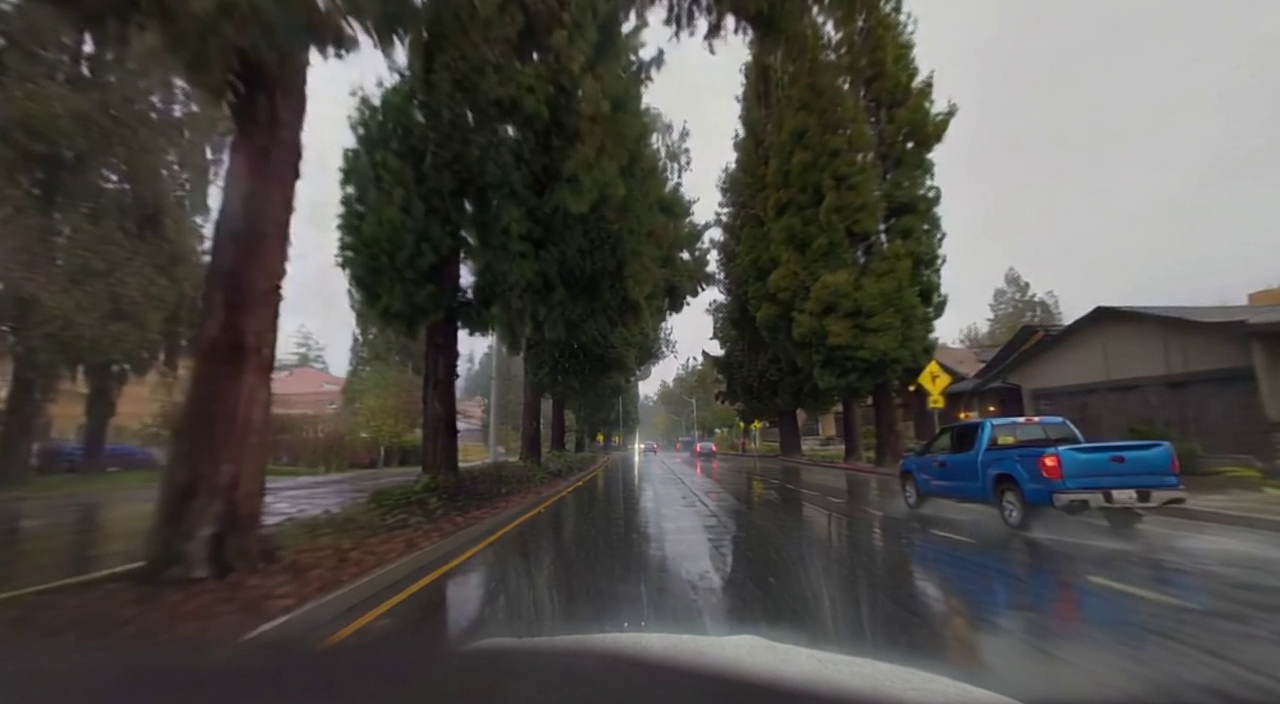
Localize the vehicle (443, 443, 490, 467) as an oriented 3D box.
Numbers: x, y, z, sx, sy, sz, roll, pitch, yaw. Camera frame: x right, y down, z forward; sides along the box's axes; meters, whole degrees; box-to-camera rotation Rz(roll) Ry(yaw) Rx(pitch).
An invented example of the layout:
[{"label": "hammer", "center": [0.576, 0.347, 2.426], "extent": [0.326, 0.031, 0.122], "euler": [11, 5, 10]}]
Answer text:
[{"label": "vehicle", "center": [-12.882, 7.691, 47.157], "extent": [2.076, 1.710, 4.563], "euler": [0, -8, 1]}]

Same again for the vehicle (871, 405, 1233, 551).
[{"label": "vehicle", "center": [6.103, 1.961, 10.616], "extent": [2.262, 1.769, 5.666], "euler": [0, -8, 0]}]

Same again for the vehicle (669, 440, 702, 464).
[{"label": "vehicle", "center": [3.288, 7.274, 46.021], "extent": [2.061, 1.632, 4.222], "euler": [0, -8, 0]}]
